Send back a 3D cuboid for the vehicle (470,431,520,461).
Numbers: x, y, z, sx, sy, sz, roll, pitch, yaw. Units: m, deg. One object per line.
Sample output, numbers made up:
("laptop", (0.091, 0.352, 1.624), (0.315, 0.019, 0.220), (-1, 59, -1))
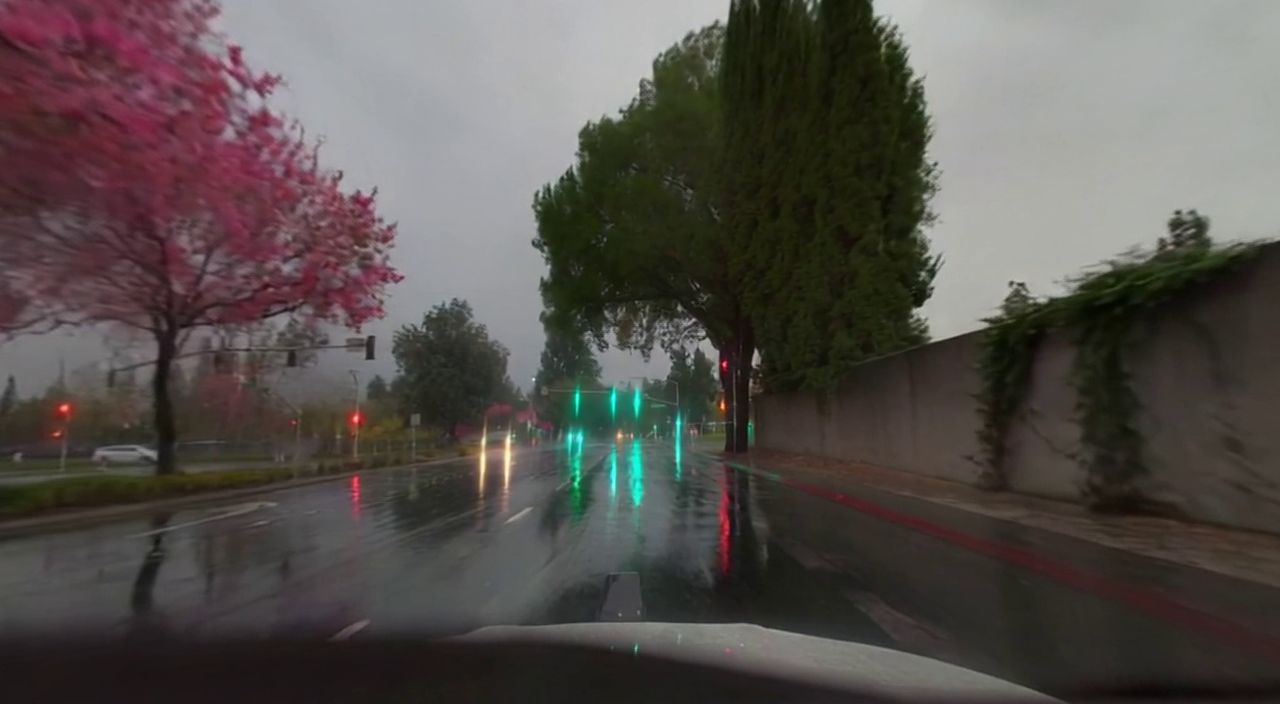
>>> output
("vehicle", (-7.896, 5.168, 34.727), (1.783, 1.501, 4.307), (0, -8, -1))
